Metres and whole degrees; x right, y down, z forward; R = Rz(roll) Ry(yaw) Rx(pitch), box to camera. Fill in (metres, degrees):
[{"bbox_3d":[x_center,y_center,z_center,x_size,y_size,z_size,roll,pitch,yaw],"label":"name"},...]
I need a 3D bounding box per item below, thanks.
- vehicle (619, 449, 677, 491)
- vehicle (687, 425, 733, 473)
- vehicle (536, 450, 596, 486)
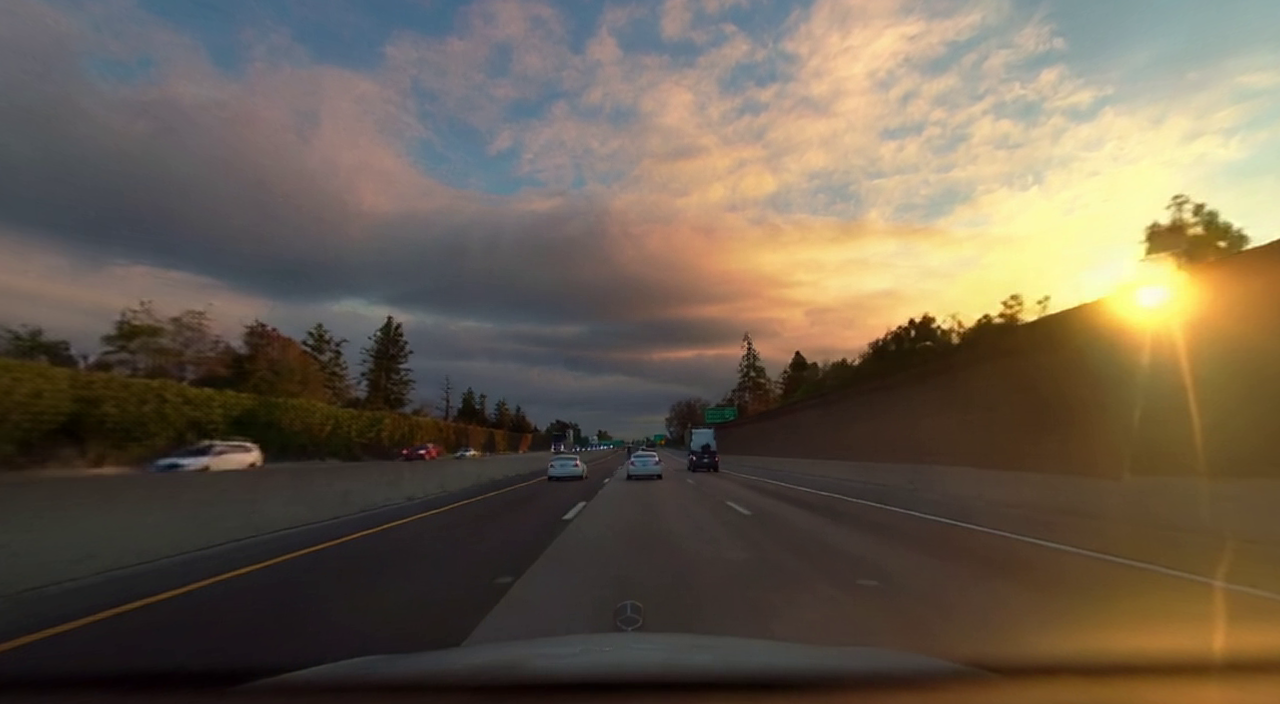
[{"bbox_3d":[0.265,4.634,25.077,2.089,1.516,4.191,0,-9,-1],"label":"vehicle"},{"bbox_3d":[4.852,6.616,42.746,2.650,2.978,6.937,-2,-10,9],"label":"vehicle"},{"bbox_3d":[-3.221,5.115,28.182,2.105,1.467,4.099,0,-9,1],"label":"vehicle"}]
